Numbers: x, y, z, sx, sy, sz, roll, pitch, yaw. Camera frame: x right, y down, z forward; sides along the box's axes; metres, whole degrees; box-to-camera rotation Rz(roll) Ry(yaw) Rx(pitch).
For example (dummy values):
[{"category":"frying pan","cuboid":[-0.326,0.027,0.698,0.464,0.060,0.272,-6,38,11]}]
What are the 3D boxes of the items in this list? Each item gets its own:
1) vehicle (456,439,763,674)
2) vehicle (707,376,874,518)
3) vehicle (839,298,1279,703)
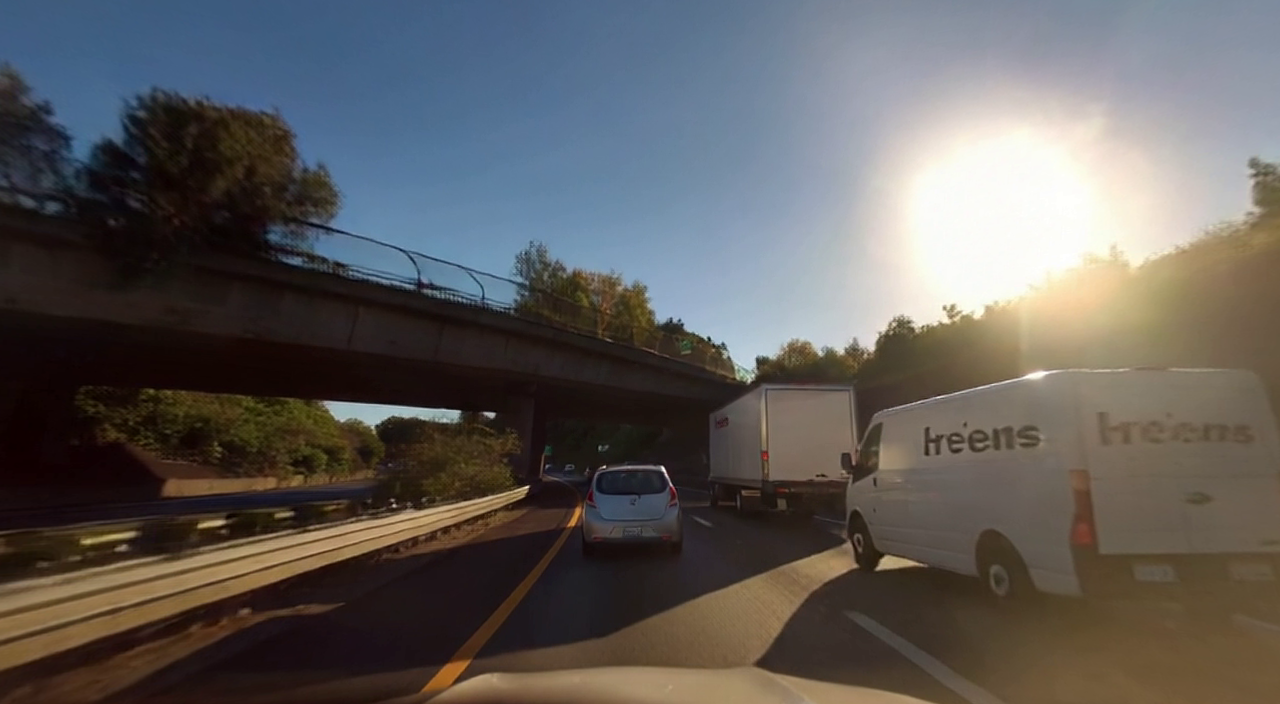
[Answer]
[{"category":"vehicle","cuboid":[-0.245,1.656,5.874,1.980,1.493,3.410,1,-11,-2]},{"category":"vehicle","cuboid":[4.823,3.688,23.373,2.936,3.972,11.144,1,-11,-3]},{"category":"vehicle","cuboid":[4.163,1.383,6.643,2.328,2.537,5.290,1,-11,0]}]
